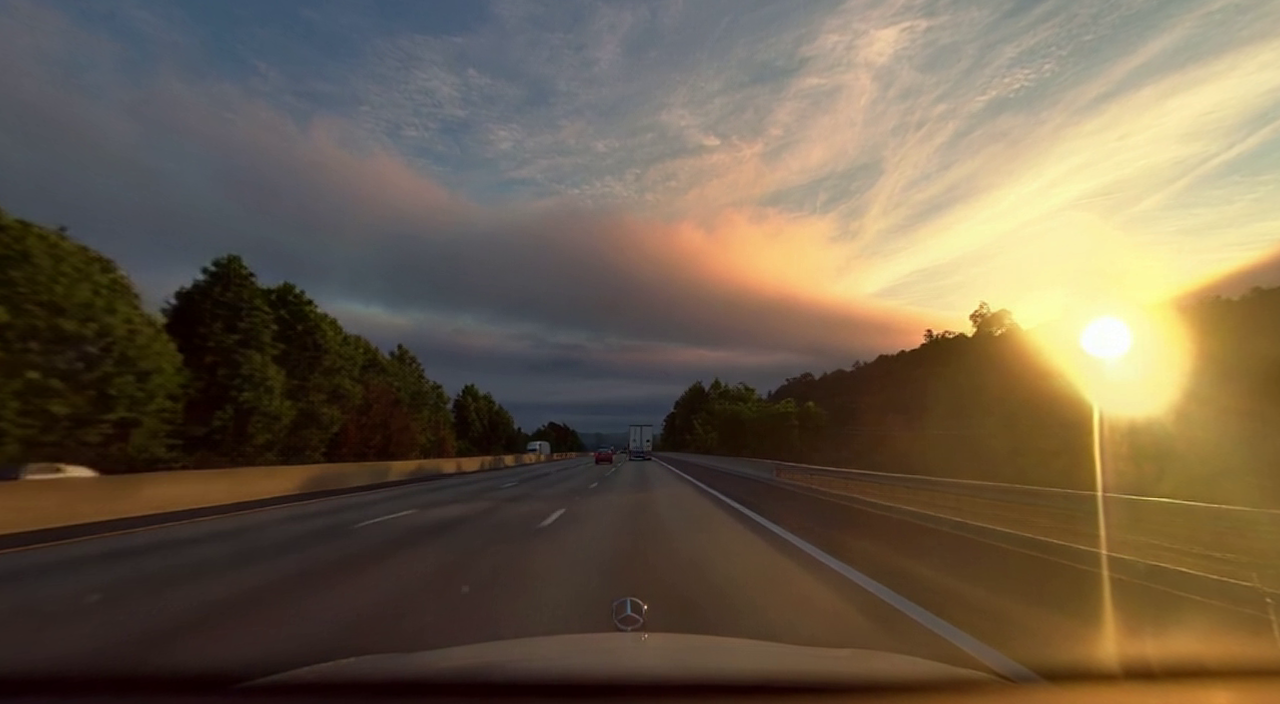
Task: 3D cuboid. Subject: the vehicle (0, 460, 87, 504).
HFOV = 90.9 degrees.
[{"bbox_3d":[-22.801,4.691,22.897,1.764,1.460,3.992,0,-9,0],"label":"vehicle"}]
